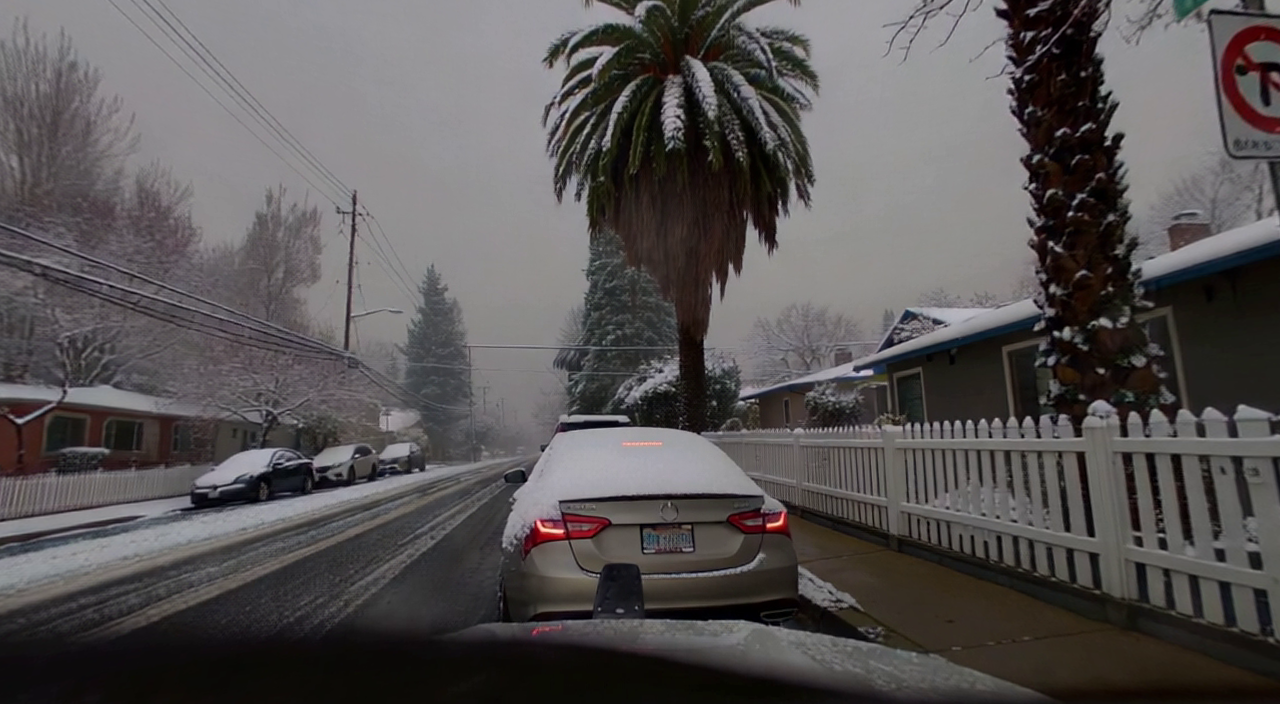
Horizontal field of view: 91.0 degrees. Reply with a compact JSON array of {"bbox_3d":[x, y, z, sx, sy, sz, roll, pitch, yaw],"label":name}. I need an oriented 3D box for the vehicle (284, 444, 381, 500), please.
[{"bbox_3d":[-12.163,4.712,25.262,2.048,1.485,4.757,-4,-4,-7],"label":"vehicle"}]

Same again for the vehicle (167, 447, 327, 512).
[{"bbox_3d":[-11.402,3.665,18.791,2.017,1.627,5.039,1,-8,-7],"label":"vehicle"}]

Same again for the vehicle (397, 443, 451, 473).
[{"bbox_3d":[-13.181,6.464,38.702,2.060,1.689,4.999,1,-8,-7],"label":"vehicle"}]

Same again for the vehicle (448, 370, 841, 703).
[{"bbox_3d":[-0.135,1.218,4.996,1.894,1.695,3.795,1,-8,-5],"label":"vehicle"}]
